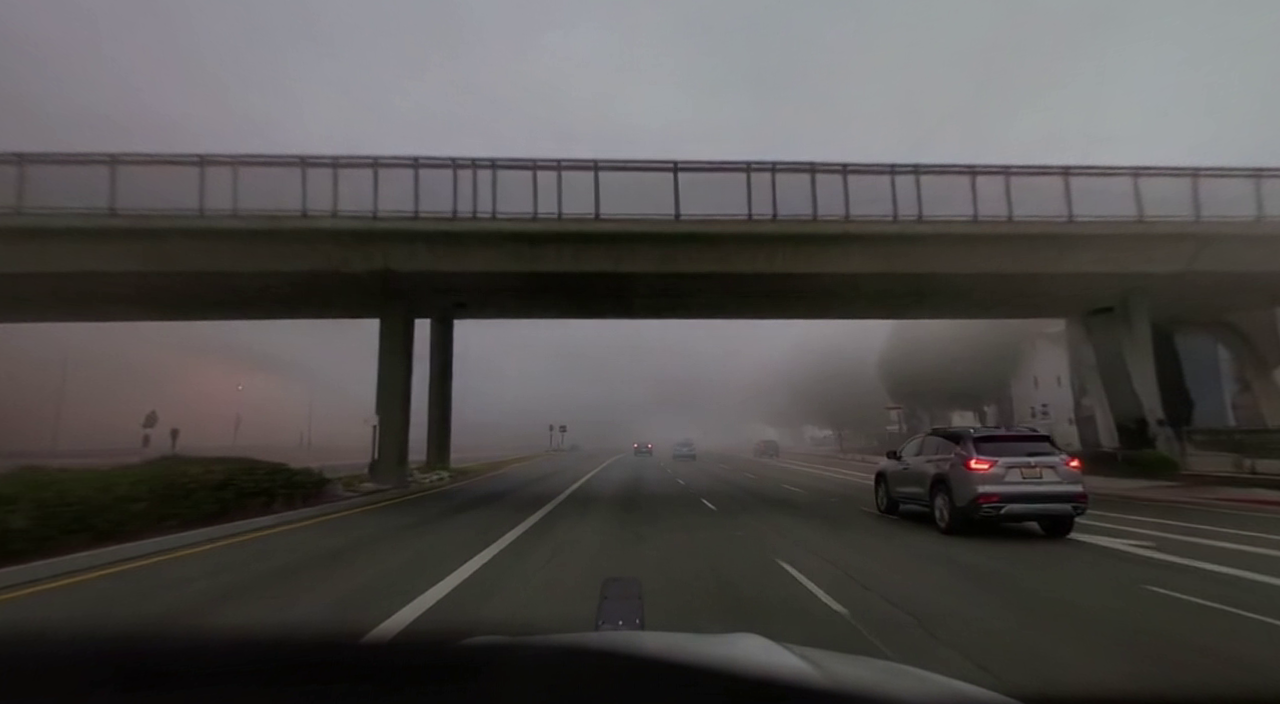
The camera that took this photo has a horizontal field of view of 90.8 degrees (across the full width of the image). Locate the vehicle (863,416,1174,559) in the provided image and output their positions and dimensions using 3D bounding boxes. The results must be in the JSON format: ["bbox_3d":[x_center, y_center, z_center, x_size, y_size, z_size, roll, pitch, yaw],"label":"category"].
[{"bbox_3d":[5.499,2.021,10.191,2.130,1.741,4.665,0,-9,0],"label":"vehicle"}]

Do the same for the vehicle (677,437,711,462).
[{"bbox_3d":[3.864,7.056,45.598,2.165,1.708,3.928,0,-8,1],"label":"vehicle"}]
